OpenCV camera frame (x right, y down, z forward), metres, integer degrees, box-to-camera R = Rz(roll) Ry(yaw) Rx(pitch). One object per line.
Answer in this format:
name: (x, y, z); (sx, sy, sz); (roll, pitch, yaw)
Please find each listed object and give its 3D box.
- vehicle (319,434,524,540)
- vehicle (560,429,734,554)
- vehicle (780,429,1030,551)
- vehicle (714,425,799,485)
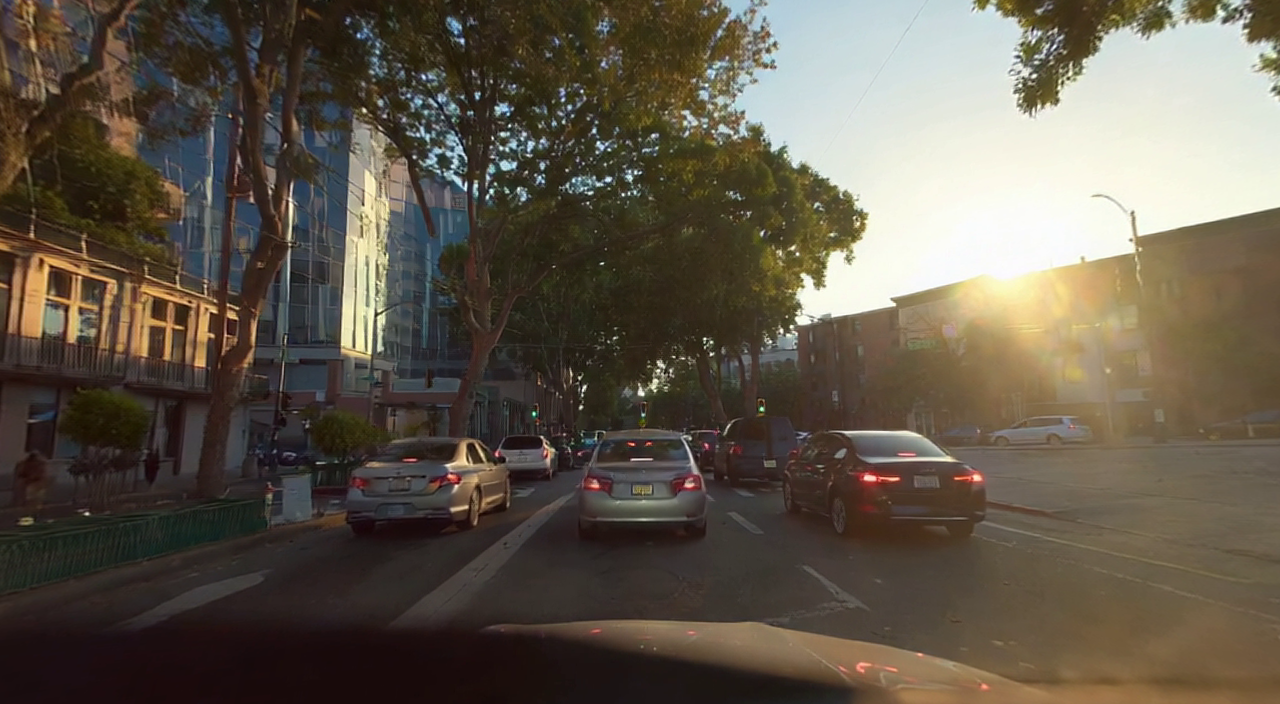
vehicle: (-3.441, 2.194, 10.920); (2.002, 1.465, 4.098); (0, -8, 1)
vehicle: (0.049, 1.985, 9.674); (2.101, 1.480, 3.929); (0, -8, -1)
vehicle: (3.786, 2.037, 10.069); (1.990, 1.486, 4.431); (0, -8, -1)
vehicle: (4.179, 3.830, 23.637); (2.142, 1.957, 5.443); (0, -8, 0)
